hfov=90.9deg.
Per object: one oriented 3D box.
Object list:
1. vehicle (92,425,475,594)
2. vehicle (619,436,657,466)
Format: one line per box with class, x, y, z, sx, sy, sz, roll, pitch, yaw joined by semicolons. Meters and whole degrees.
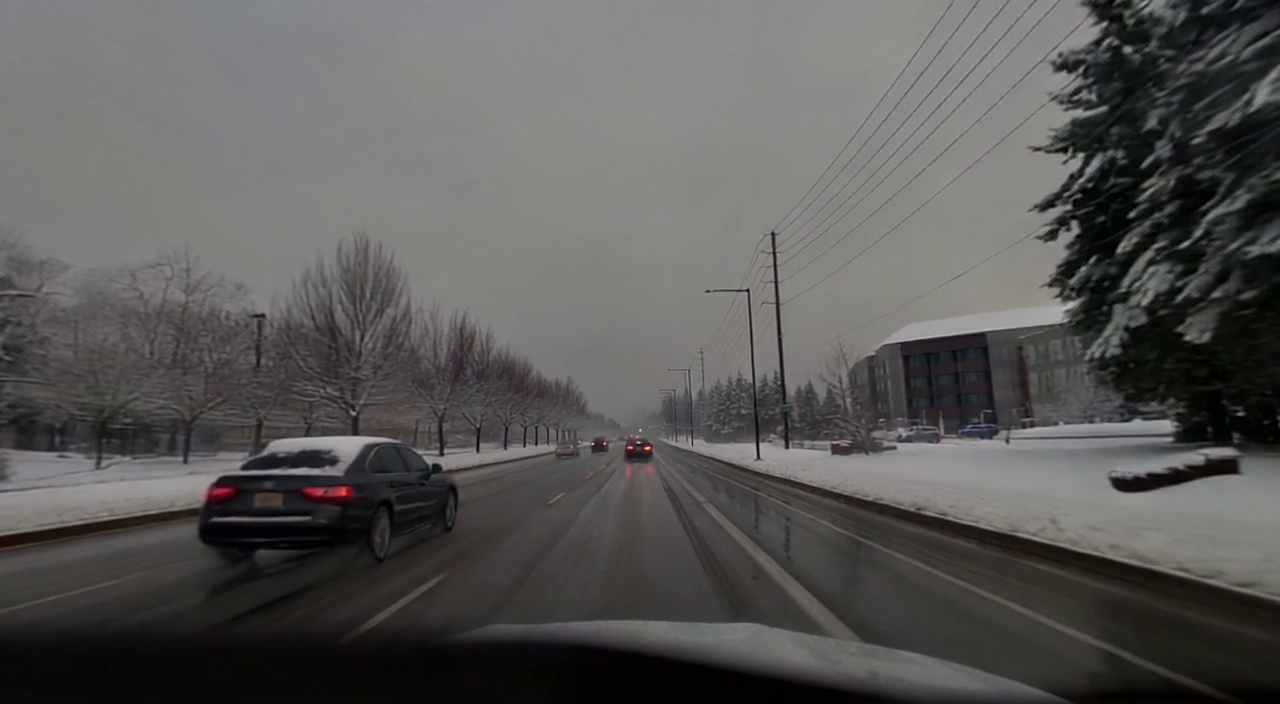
vehicle;-3.785;1.744;8.036;1.942;1.462;4.905;0;-8;1
vehicle;-0.117;5.949;38.050;2.199;1.652;4.101;0;-8;0
